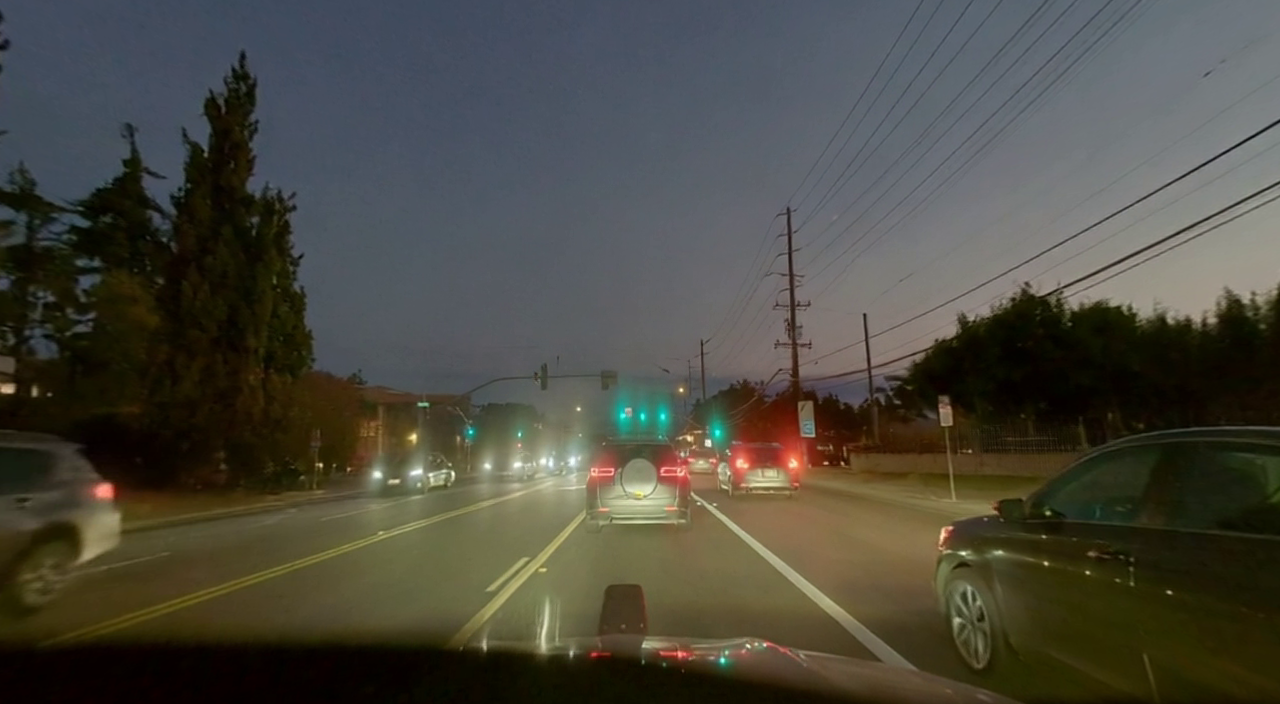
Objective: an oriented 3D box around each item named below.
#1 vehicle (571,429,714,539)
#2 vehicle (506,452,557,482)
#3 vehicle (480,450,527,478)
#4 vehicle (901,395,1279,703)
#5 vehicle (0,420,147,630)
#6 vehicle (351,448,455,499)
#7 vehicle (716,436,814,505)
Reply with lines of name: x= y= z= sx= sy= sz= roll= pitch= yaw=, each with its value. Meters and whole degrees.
vehicle: x=0.055 y=2.342 z=11.805 sx=2.200 sy=1.653 sz=4.127 roll=0 pitch=-8 yaw=1
vehicle: x=-5.916 y=6.313 z=34.831 sx=1.974 sy=1.466 sz=4.427 roll=0 pitch=-8 yaw=1
vehicle: x=-9.636 y=7.912 z=44.846 sx=2.188 sy=1.836 sz=4.877 roll=-1 pitch=-8 yaw=1
vehicle: x=2.884 y=0.963 z=2.456 sx=1.950 sy=1.487 sz=4.275 roll=0 pitch=-8 yaw=1
vehicle: x=-6.426 y=1.337 z=4.514 sx=2.218 sy=1.722 sz=4.397 roll=0 pitch=-8 yaw=-1
vehicle: x=-9.469 y=4.866 z=25.814 sx=2.086 sy=1.850 sz=5.349 roll=-1 pitch=-8 yaw=1
vehicle: x=3.361 y=3.257 z=17.754 sx=1.914 sy=1.698 sz=4.049 roll=0 pitch=-8 yaw=0
